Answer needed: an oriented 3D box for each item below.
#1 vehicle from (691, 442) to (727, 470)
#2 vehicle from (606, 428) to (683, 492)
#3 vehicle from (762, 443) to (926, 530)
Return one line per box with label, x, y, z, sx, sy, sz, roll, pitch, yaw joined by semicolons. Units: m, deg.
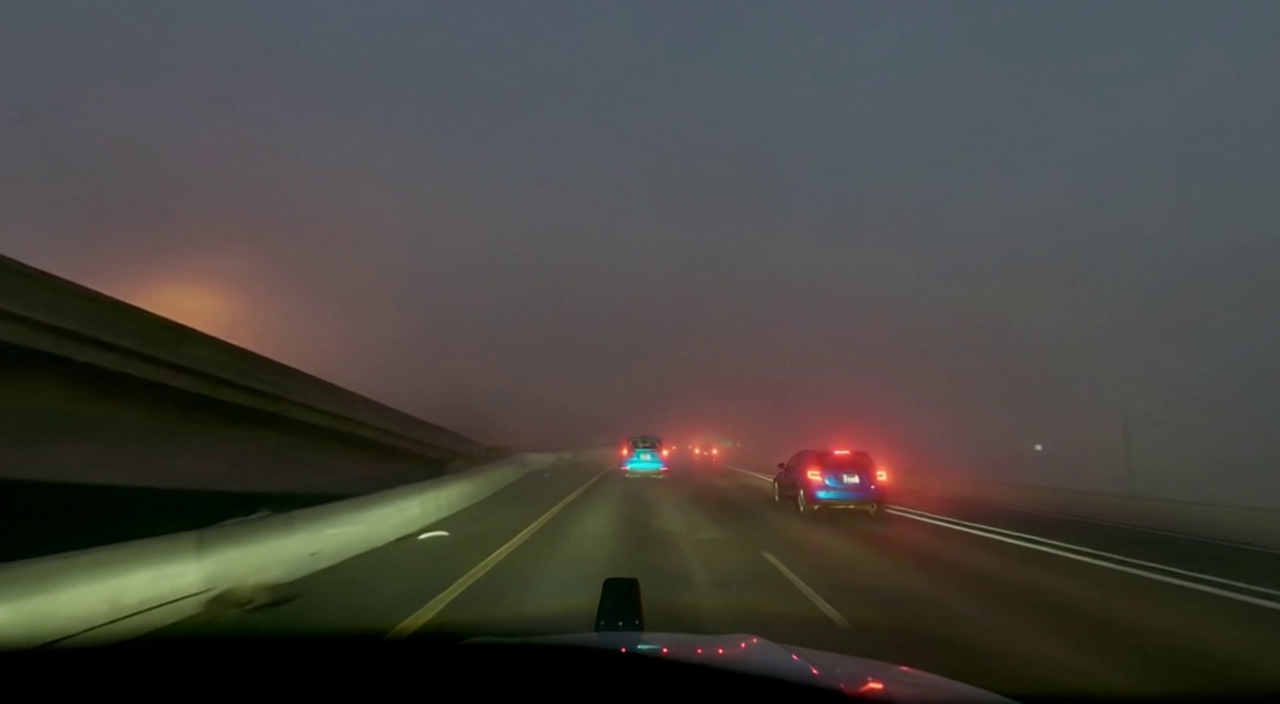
vehicle;4.392;6.734;40.786;2.047;1.700;4.069;0;-9;2
vehicle;0.171;3.529;20.834;2.264;1.841;4.583;0;-9;1
vehicle;3.982;2.668;13.118;2.047;1.500;4.017;0;-9;0
